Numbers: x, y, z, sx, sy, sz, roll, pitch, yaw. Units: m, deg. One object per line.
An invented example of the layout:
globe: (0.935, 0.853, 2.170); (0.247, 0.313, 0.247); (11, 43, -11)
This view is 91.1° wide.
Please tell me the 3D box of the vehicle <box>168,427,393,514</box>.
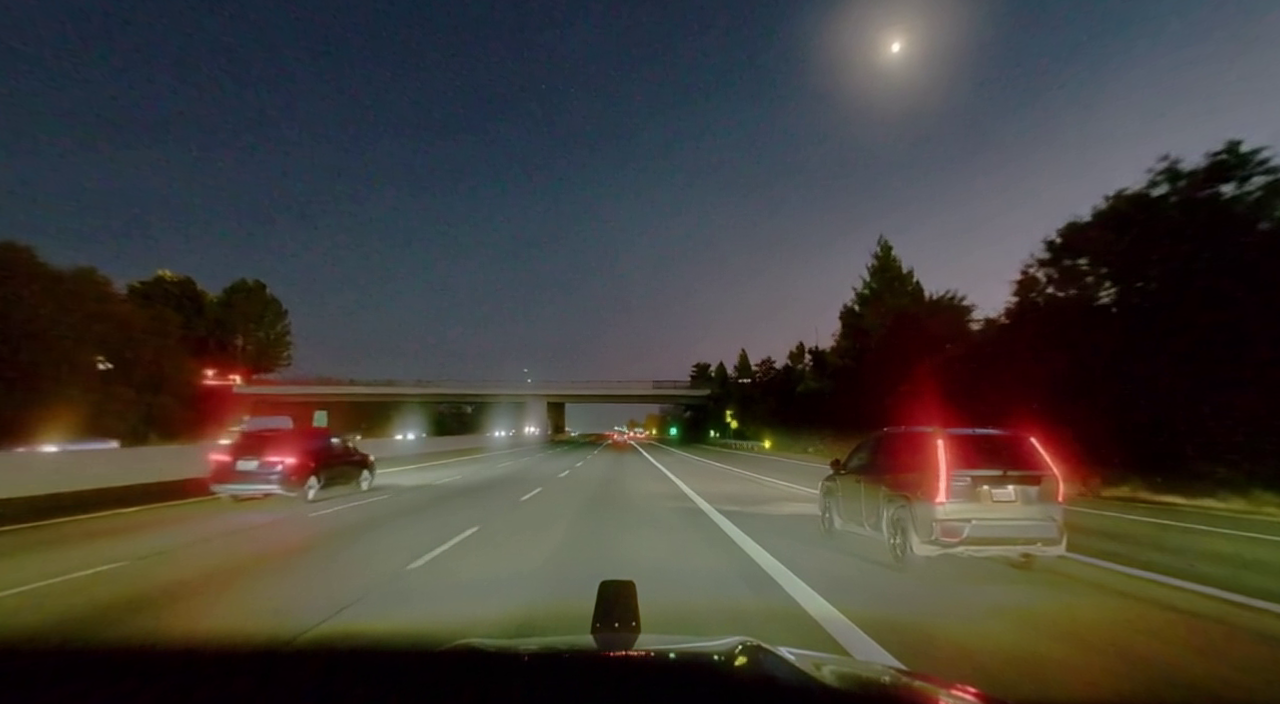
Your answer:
vehicle: (-7.247, 2.389, 13.386); (2.216, 1.522, 4.412); (0, -8, 0)

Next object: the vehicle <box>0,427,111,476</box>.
vehicle: (-21.960, 3.579, 22.862); (1.840, 1.602, 4.123); (0, -8, -1)
